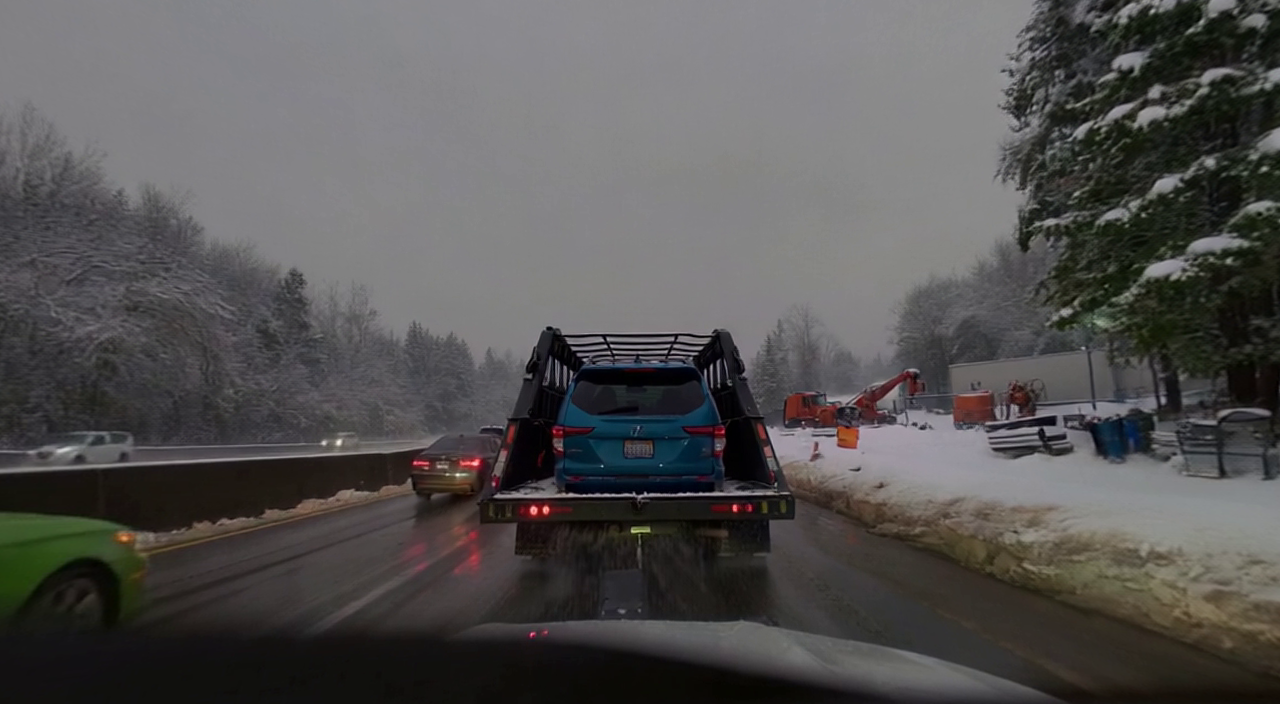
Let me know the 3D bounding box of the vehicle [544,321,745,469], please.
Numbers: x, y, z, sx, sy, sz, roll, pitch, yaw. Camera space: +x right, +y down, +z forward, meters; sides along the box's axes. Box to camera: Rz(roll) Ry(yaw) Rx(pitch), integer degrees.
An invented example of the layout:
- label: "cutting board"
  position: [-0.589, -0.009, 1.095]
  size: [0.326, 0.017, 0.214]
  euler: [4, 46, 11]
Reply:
- label: "vehicle"
  position: [-0.037, 0.802, 9.181]
  size: [2.156, 1.604, 4.680]
  euler: [0, -9, -2]

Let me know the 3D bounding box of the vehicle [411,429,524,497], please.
- label: "vehicle"
  position: [-4.690, 3.091, 17.985]
  size: [2.057, 1.665, 4.572]
  euler: [0, -9, -2]

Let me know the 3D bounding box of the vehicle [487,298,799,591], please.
- label: "vehicle"
  position: [-0.175, 1.572, 10.879]
  size: [2.735, 2.597, 10.435]
  euler: [0, -9, -2]

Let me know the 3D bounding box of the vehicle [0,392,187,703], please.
- label: "vehicle"
  position: [-3.819, 0.720, 1.268]
  size: [2.155, 1.513, 4.964]
  euler: [0, -9, 0]
